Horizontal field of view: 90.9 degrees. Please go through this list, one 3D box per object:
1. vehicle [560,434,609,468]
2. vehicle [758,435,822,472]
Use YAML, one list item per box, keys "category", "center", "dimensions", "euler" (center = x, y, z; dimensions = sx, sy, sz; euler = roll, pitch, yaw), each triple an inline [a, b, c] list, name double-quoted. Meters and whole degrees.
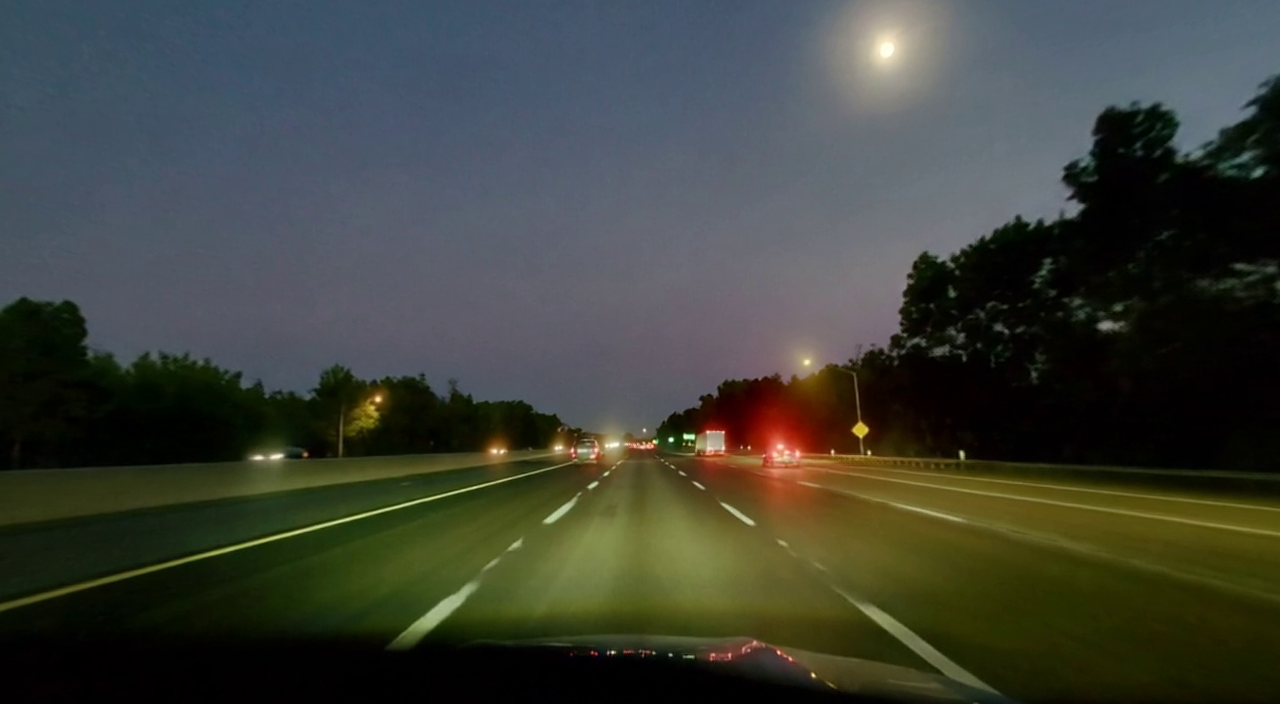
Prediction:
- category: "vehicle"
  center: [-3.291, 6.051, 38.715]
  dimensions: [2.453, 1.952, 5.320]
  euler: [0, -8, 1]
- category: "vehicle"
  center: [7.391, 5.053, 31.433]
  dimensions: [2.063, 1.706, 4.259]
  euler: [0, -8, -1]
